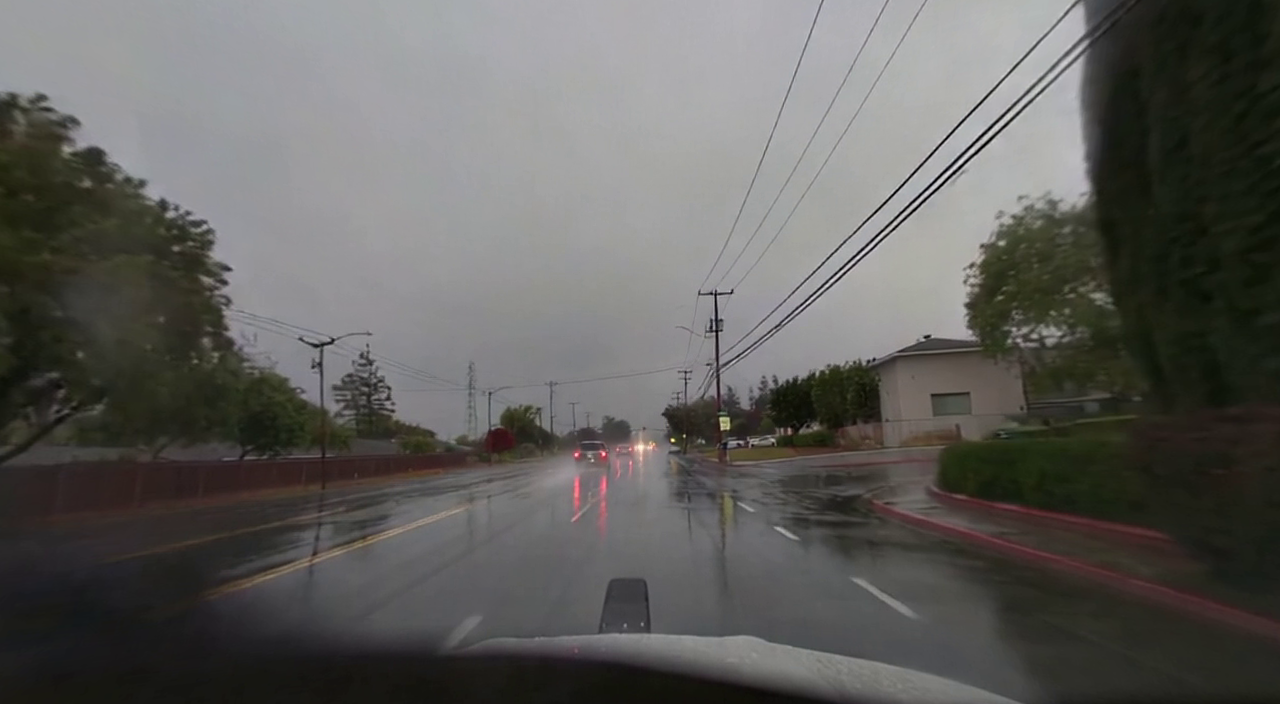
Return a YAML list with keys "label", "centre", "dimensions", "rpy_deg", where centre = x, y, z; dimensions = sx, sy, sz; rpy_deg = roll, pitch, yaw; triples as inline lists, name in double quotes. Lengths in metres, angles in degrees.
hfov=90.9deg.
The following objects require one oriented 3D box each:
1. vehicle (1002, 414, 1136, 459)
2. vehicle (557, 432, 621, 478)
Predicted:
- label: "vehicle"
  centre: [20.542, 4.113, 30.403]
  dimensions: [4.502, 1.833, 2.462]
  rpy_deg: [-3, -10, 1]
- label: "vehicle"
  centre: [-2.184, 4.634, 28.447]
  dimensions: [2.327, 1.861, 4.941]
  rpy_deg: [-1, -9, 2]
